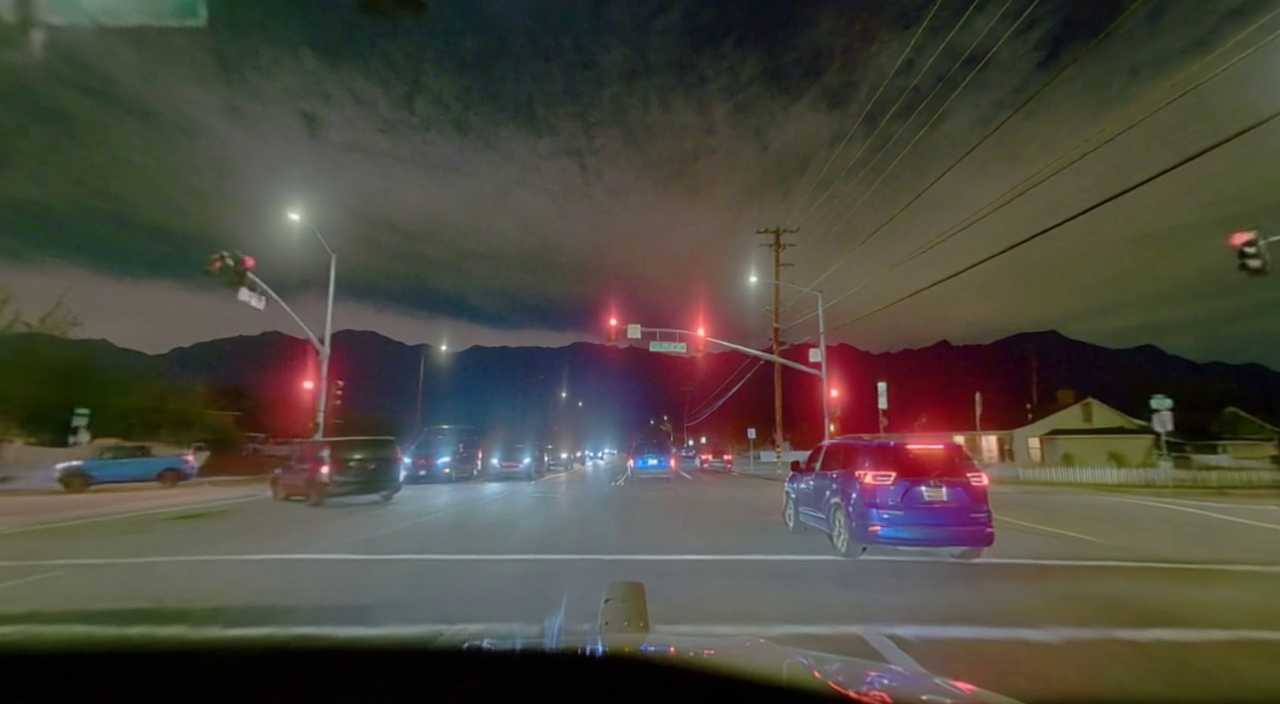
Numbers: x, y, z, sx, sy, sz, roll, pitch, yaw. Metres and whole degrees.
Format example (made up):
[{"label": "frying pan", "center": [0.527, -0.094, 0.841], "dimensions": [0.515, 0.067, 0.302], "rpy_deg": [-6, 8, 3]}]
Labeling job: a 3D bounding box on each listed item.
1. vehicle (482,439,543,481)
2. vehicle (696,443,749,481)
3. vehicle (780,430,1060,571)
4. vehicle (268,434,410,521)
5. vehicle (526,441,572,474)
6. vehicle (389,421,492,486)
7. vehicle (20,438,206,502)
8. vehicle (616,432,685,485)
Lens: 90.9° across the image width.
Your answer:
[{"label": "vehicle", "center": [-5.916, 5.046, 29.792], "dimensions": [1.983, 1.801, 4.391], "rpy_deg": [0, -8, 0]}, {"label": "vehicle", "center": [3.868, 5.216, 30.207], "dimensions": [1.957, 1.646, 4.355], "rpy_deg": [0, -8, 0]}, {"label": "vehicle", "center": [3.859, 2.114, 9.891], "dimensions": [2.155, 1.658, 4.721], "rpy_deg": [0, -8, -1]}, {"label": "vehicle", "center": [-7.405, 2.913, 15.271], "dimensions": [2.059, 1.749, 4.458], "rpy_deg": [7, -11, -38]}, {"label": "vehicle", "center": [-5.560, 6.510, 39.327], "dimensions": [1.993, 1.884, 5.481], "rpy_deg": [0, -8, 1]}, {"label": "vehicle", "center": [-9.177, 4.748, 29.806], "dimensions": [2.725, 2.710, 6.304], "rpy_deg": [0, -8, 0]}, {"label": "vehicle", "center": [-16.823, 3.727, 20.224], "dimensions": [4.530, 1.864, 1.999], "rpy_deg": [-2, -9, 11]}, {"label": "vehicle", "center": [0.406, 4.436, 26.616], "dimensions": [2.636, 2.011, 5.130], "rpy_deg": [0, -8, 0]}]
